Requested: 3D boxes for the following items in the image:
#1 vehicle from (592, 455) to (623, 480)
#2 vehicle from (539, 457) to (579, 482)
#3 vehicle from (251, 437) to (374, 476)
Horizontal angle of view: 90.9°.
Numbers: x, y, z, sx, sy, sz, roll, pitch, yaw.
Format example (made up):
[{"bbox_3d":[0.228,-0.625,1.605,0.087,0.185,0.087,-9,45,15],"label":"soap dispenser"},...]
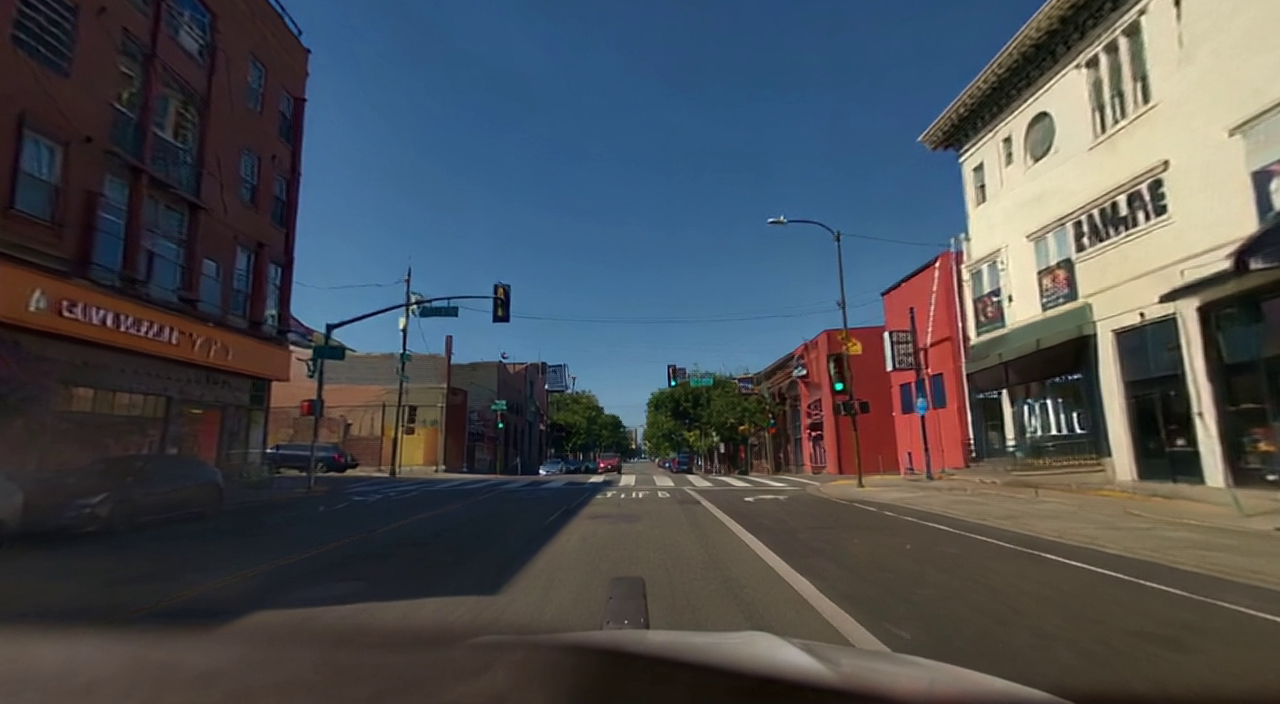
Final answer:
[{"bbox_3d":[-2.337,8.359,45.875,1.981,1.625,4.399,0,-8,1],"label":"vehicle"},{"bbox_3d":[-5.825,8.493,45.885,2.167,1.643,4.518,-1,-8,2],"label":"vehicle"},{"bbox_3d":[-17.657,5.640,34.177,5.376,1.994,2.196,0,-8,2],"label":"vehicle"}]
